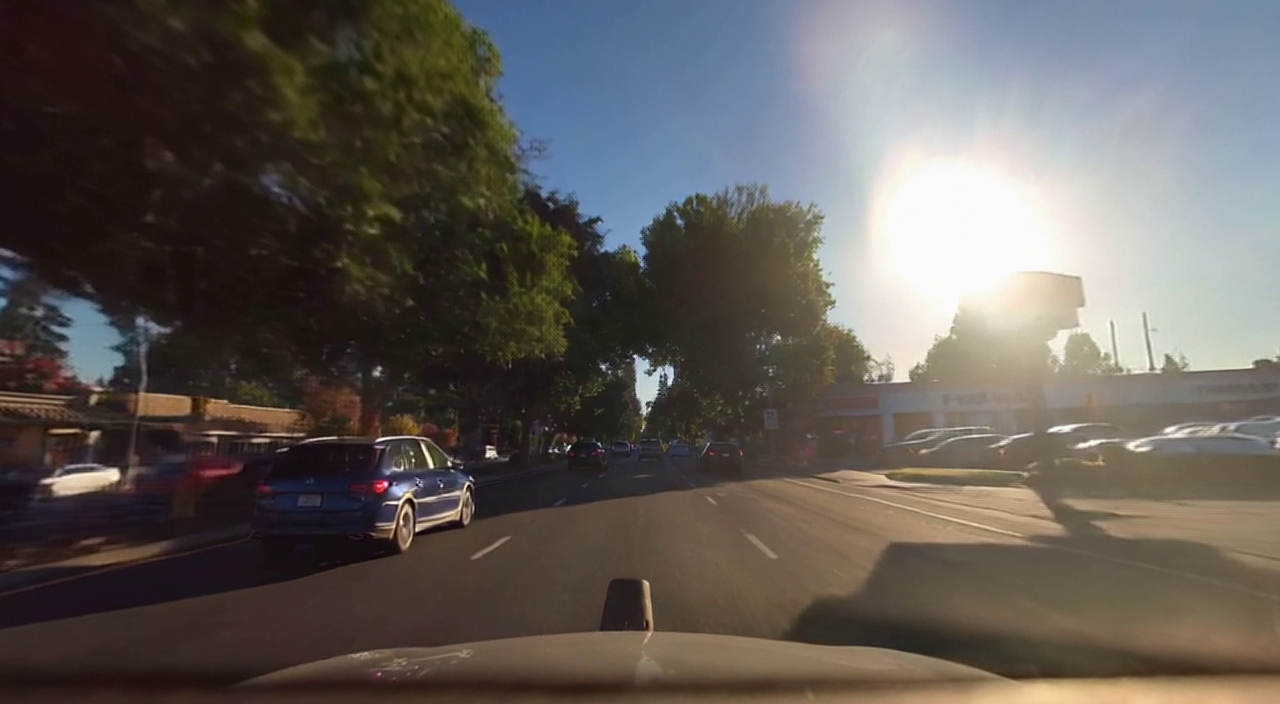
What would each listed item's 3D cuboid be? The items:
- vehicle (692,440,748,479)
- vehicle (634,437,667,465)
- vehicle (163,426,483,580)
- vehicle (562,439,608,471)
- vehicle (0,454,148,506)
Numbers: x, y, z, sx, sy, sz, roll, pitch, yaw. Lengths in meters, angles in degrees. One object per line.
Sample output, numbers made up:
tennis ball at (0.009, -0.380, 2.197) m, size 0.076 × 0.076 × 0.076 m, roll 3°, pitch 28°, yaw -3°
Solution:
vehicle at (3.467, 4.738, 27.920) m, size 1.922 × 1.579 × 3.642 m, roll 0°, pitch -9°, yaw -2°
vehicle at (0.745, 6.954, 44.175) m, size 2.193 × 1.873 × 4.033 m, roll 0°, pitch -9°, yaw 1°
vehicle at (-3.647, 1.813, 8.387) m, size 1.908 × 1.481 × 4.351 m, roll 0°, pitch -9°, yaw 1°
vehicle at (-2.971, 5.677, 34.808) m, size 2.026 × 1.665 × 4.193 m, roll 0°, pitch -9°, yaw 2°
vehicle at (-22.661, 5.084, 25.456) m, size 1.946 × 1.581 × 4.573 m, roll -4°, pitch -7°, yaw 0°
